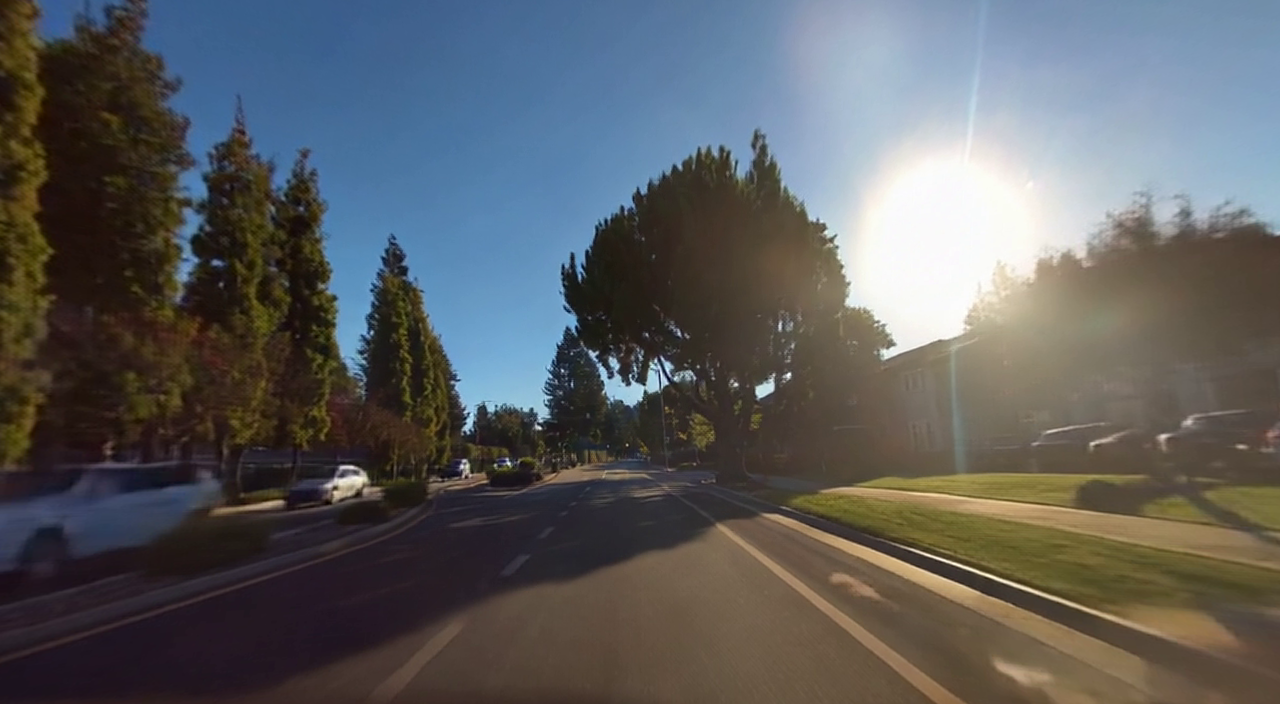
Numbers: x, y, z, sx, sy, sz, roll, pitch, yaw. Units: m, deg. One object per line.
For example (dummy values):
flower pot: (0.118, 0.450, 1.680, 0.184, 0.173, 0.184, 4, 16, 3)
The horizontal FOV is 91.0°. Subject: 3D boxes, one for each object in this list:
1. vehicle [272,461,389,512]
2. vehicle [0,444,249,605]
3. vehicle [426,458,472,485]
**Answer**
vehicle: (-10.951, 4.756, 22.663, 1.925, 1.503, 4.411, 0, -8, 1)
vehicle: (-8.395, 2.307, 9.450, 2.057, 1.805, 4.933, 0, -8, -3)
vehicle: (-13.550, 8.464, 44.854, 1.979, 1.757, 4.514, 0, -8, -2)
